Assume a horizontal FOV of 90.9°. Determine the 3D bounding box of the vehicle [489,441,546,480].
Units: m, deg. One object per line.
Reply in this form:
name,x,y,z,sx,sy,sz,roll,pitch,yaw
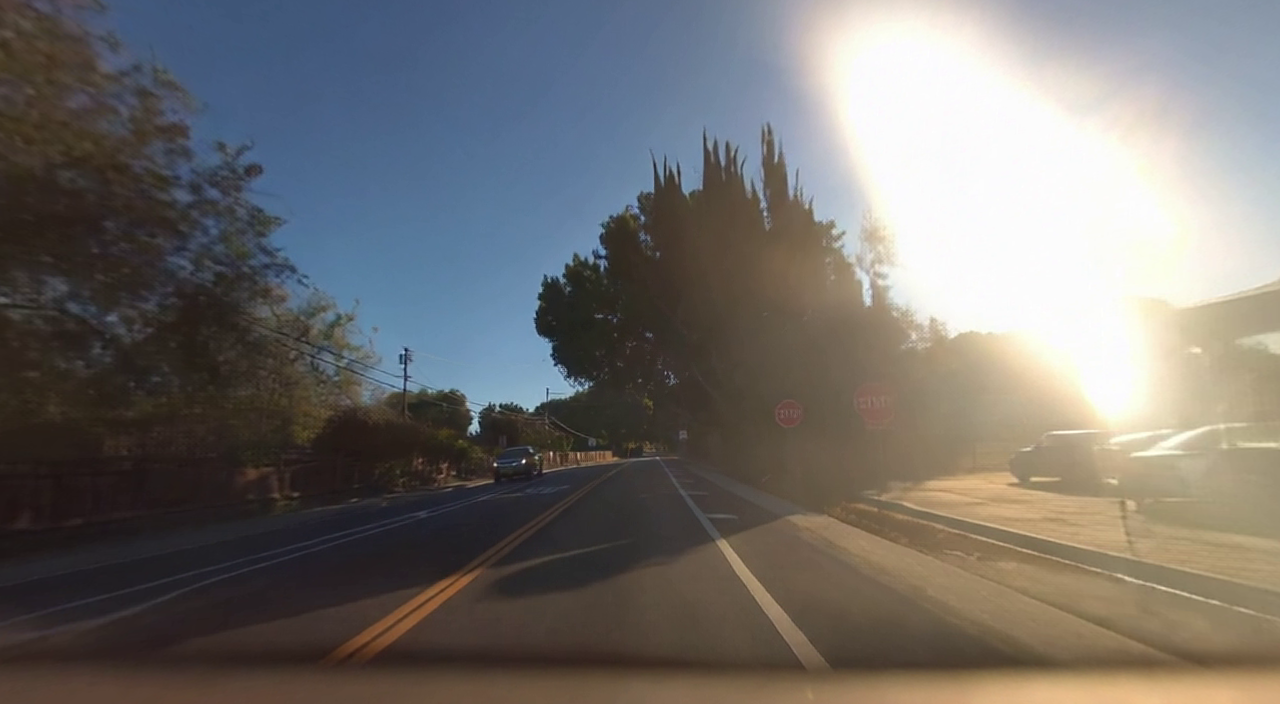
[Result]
vehicle,-6.220,5.593,32.478,1.992,1.797,4.372,-2,-10,1
